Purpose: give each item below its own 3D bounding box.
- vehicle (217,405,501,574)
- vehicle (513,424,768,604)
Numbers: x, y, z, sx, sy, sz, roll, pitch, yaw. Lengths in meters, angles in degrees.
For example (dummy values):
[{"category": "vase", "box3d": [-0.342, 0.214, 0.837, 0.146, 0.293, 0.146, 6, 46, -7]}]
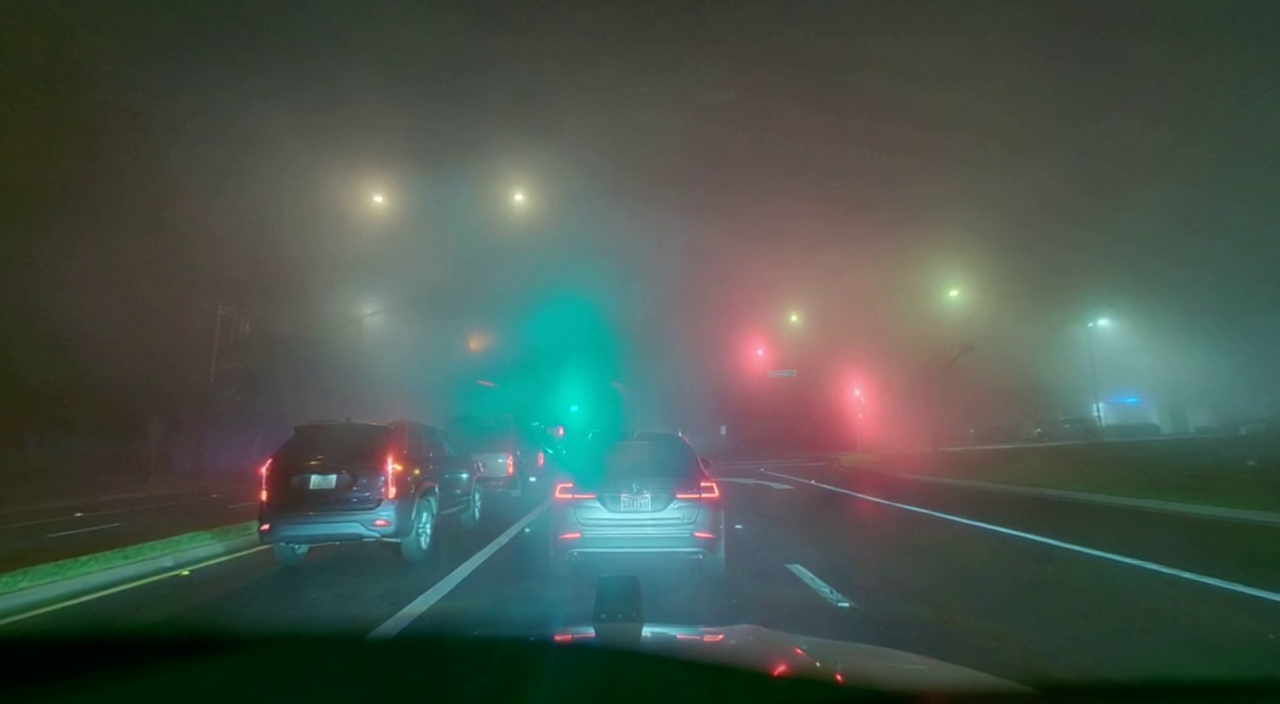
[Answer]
[{"category": "vehicle", "box3d": [-3.418, 1.754, 8.807, 2.046, 1.751, 4.208, 0, -8, -1]}, {"category": "vehicle", "box3d": [-0.048, 1.643, 7.325, 2.126, 1.475, 3.967, 0, -8, -2]}]
